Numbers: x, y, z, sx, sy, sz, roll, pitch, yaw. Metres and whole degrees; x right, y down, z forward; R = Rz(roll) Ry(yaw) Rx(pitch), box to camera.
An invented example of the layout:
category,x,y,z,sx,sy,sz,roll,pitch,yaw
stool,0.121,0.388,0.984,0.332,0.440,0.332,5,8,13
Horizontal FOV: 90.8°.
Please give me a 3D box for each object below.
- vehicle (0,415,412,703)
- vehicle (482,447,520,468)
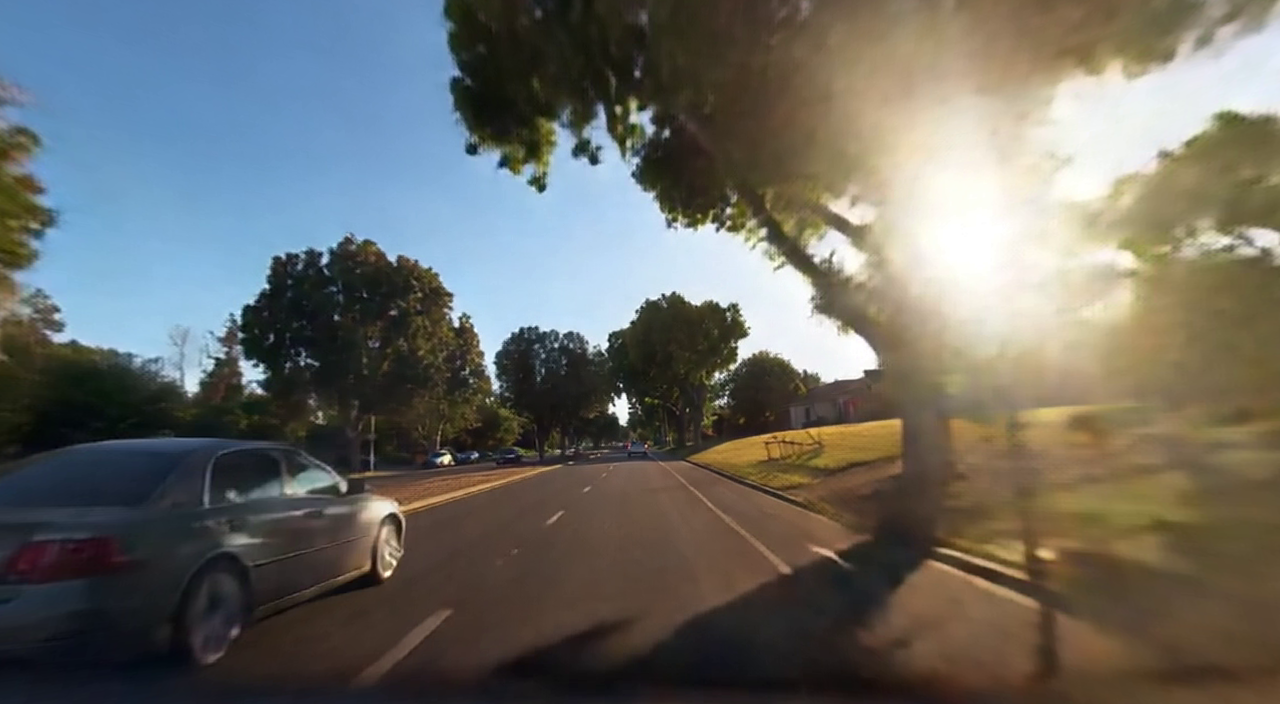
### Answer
category,x,y,z,sx,sy,sz,roll,pitch,yaw
vehicle,-3.318,1.218,3.899,2.020,1.478,4.890,0,-8,0
vehicle,-10.389,7.915,47.550,1.800,1.449,4.260,-1,-8,2
